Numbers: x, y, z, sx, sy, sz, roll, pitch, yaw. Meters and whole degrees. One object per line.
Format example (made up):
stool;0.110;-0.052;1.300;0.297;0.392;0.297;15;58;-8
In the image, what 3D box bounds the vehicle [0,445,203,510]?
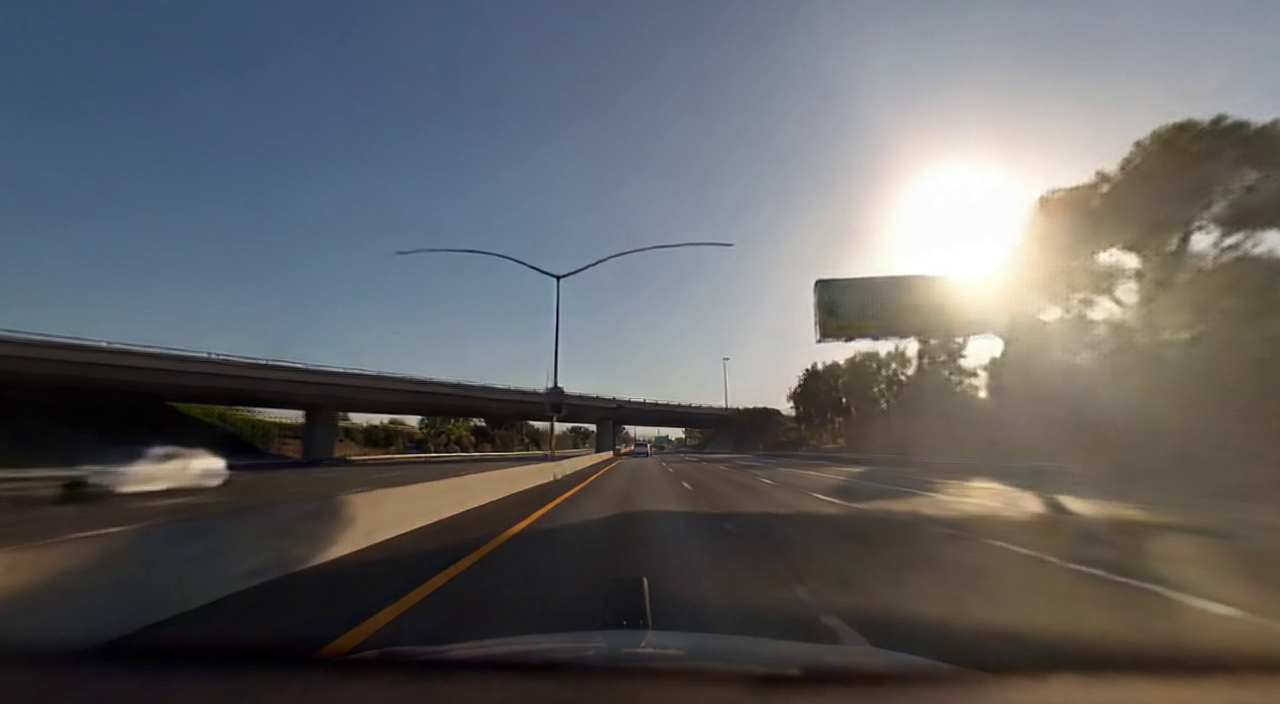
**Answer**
vehicle;-14.422;3.323;17.218;1.974;1.539;4.113;0;-8;0
